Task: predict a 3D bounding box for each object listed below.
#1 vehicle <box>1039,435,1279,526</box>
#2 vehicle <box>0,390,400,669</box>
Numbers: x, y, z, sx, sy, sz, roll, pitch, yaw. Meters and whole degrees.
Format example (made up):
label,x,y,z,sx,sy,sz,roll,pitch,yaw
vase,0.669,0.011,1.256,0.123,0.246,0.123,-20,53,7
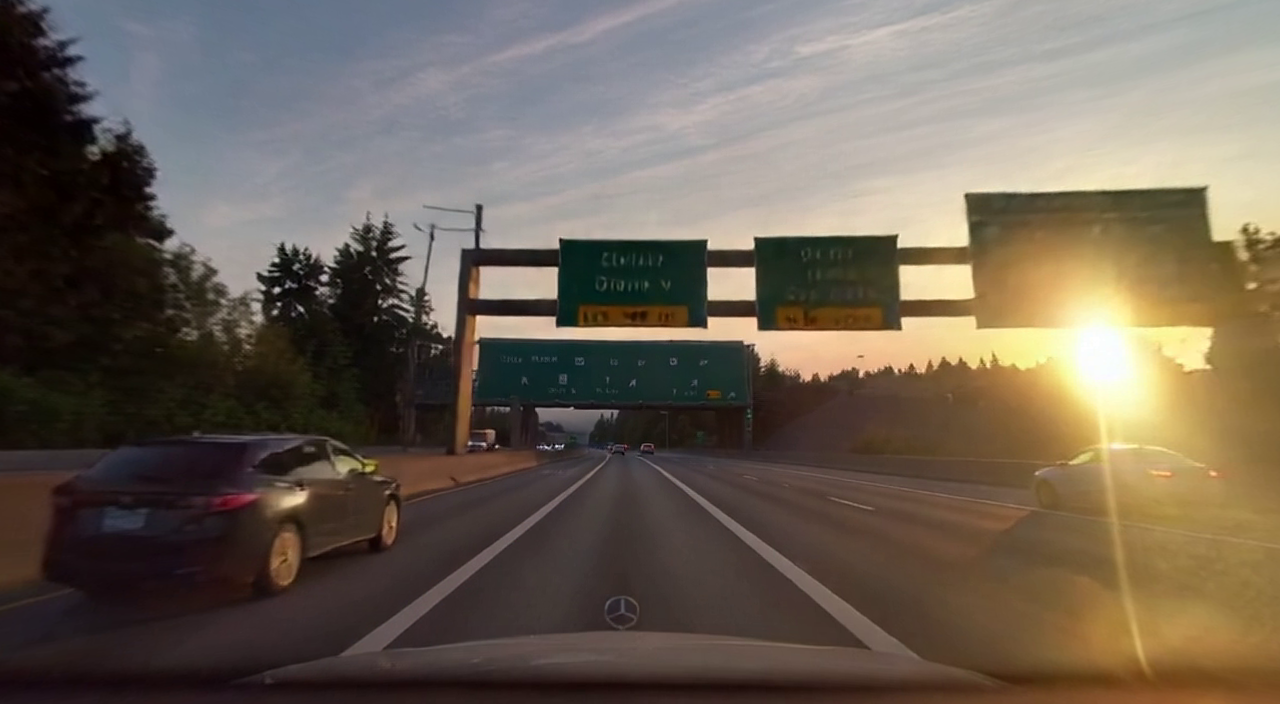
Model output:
label,x,y,z,sx,sy,sz,roll,pitch,yaw
vehicle,9.995,2.401,12.211,1.853,1.463,3.780,0,-9,-1
vehicle,-3.966,1.337,5.663,2.071,1.615,3.868,0,-9,0
